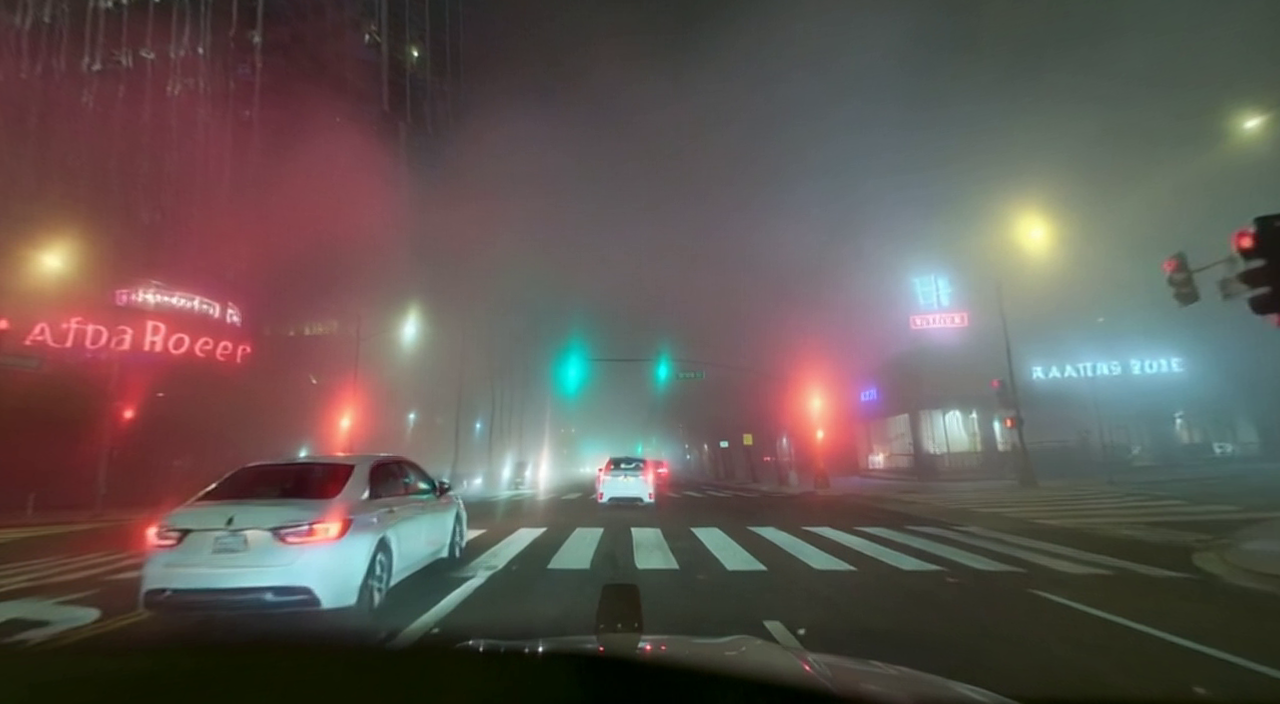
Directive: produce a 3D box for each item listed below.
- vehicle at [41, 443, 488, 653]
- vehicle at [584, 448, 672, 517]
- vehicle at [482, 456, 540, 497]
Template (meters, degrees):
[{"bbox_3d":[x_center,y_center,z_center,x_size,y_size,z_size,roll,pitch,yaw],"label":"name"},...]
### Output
[{"bbox_3d":[-3.303,1.780,6.975,2.096,1.492,4.666,0,-9,0],"label":"vehicle"},{"bbox_3d":[-0.310,3.466,17.270,2.145,1.632,3.972,0,-9,-1],"label":"vehicle"},{"bbox_3d":[-6.706,6.486,33.253,2.070,1.893,4.738,0,-9,0],"label":"vehicle"}]
